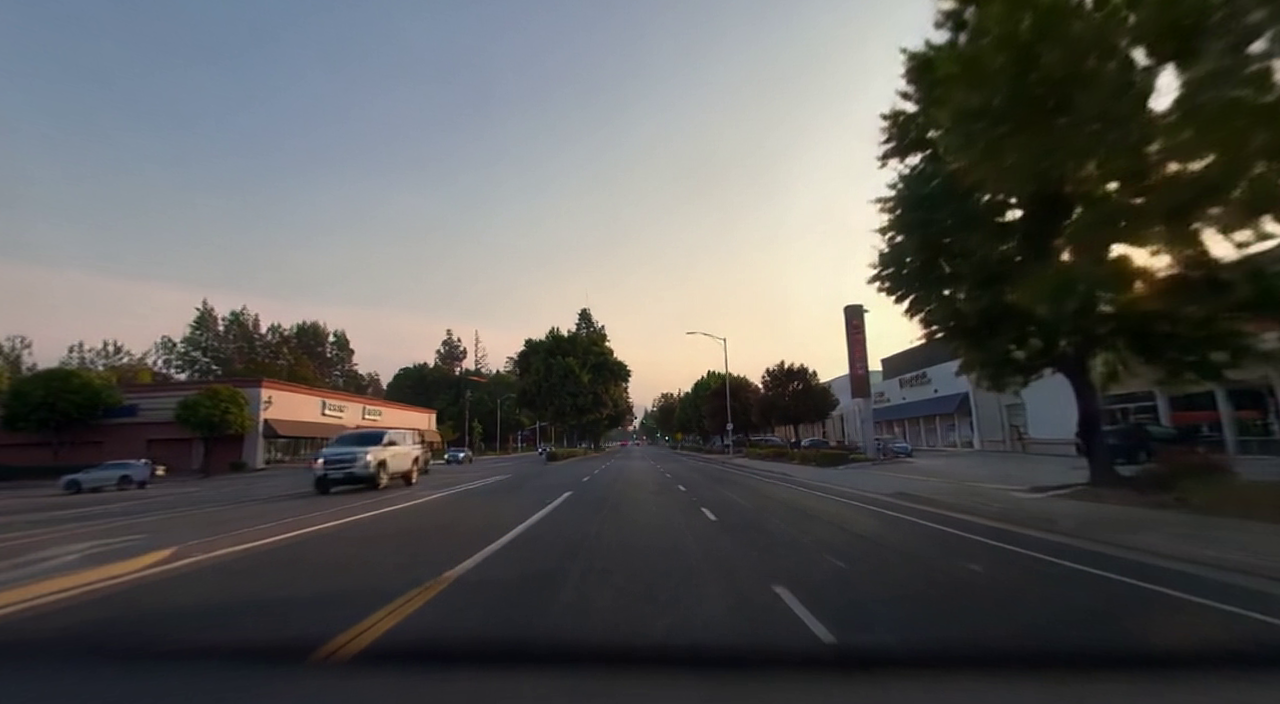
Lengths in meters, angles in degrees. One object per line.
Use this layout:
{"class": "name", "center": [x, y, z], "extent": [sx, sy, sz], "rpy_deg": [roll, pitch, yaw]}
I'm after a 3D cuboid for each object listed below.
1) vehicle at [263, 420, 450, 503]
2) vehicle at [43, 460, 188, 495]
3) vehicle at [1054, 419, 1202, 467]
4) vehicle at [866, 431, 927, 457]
{"class": "vehicle", "center": [-7.457, 2.982, 17.678], "extent": [2.452, 1.905, 6.188], "rpy_deg": [0, -8, -1]}
{"class": "vehicle", "center": [-23.037, 5.505, 27.888], "extent": [4.578, 1.448, 1.904], "rpy_deg": [0, -8, -2]}
{"class": "vehicle", "center": [16.801, 3.132, 21.760], "extent": [4.647, 1.514, 1.891], "rpy_deg": [4, -9, -23]}
{"class": "vehicle", "center": [16.905, 6.078, 41.541], "extent": [4.277, 1.605, 1.920], "rpy_deg": [7, -11, -41]}
